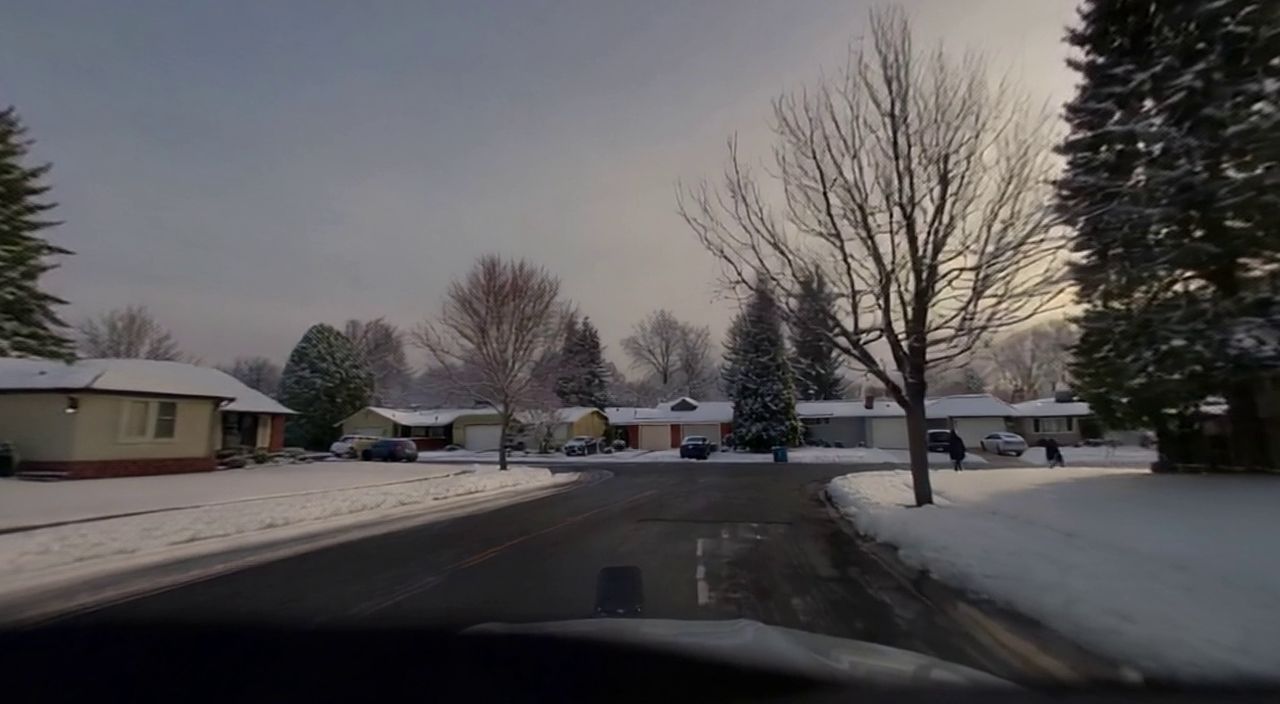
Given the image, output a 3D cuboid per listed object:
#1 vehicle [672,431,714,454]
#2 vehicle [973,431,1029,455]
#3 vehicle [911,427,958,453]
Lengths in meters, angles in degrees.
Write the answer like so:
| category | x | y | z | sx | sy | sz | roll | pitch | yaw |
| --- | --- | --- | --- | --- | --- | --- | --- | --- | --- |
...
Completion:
| category | x | y | z | sx | sy | sz | roll | pitch | yaw |
| --- | --- | --- | --- | --- | --- | --- | --- | --- | --- |
| vehicle | 4.079 | 6.815 | 47.668 | 1.942 | 1.651 | 4.655 | -3 | -9 | 21 |
| vehicle | 24.127 | 6.095 | 42.354 | 1.873 | 1.556 | 4.216 | -1 | -8 | 10 |
| vehicle | 20.520 | 6.175 | 44.198 | 1.937 | 1.731 | 4.179 | -2 | -8 | 11 |
